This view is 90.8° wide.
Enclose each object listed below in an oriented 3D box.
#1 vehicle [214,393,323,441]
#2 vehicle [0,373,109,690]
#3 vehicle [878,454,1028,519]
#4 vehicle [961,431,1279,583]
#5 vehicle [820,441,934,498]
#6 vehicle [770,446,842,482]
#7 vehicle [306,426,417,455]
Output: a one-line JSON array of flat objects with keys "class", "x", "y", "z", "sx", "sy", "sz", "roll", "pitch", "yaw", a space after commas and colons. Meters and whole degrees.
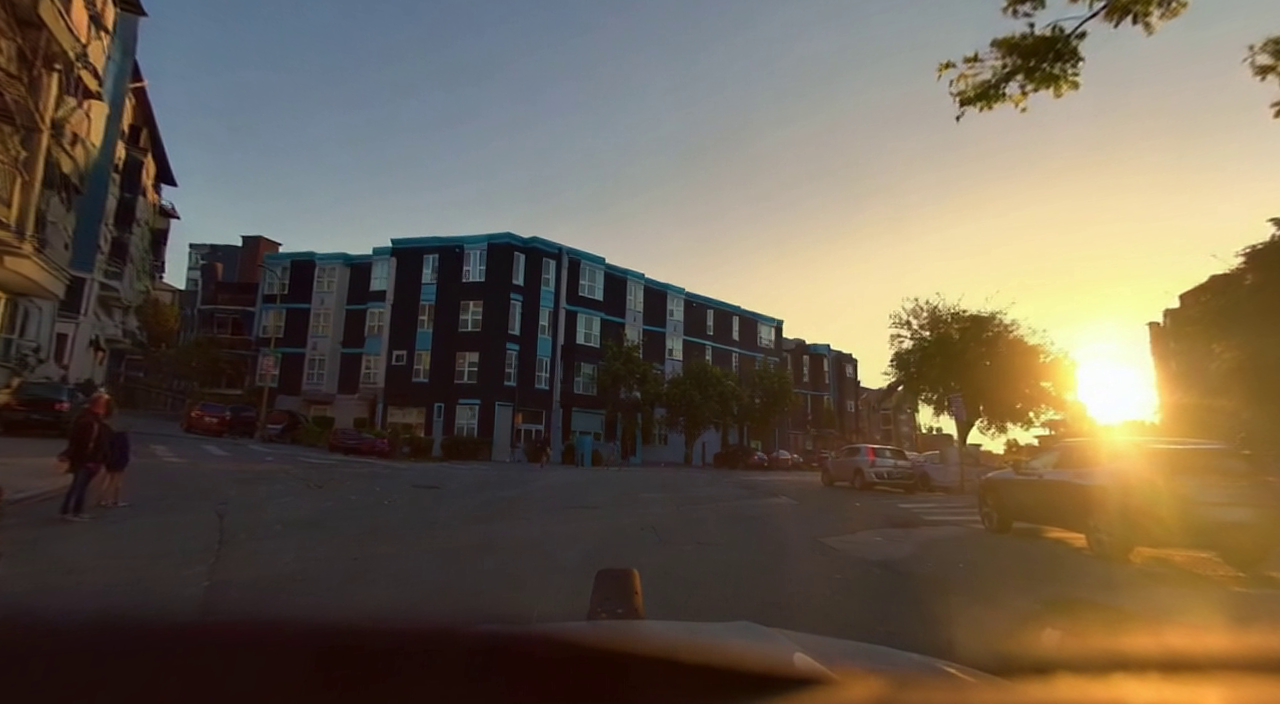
[{"class": "vehicle", "x": -18.698, "y": 3.289, "z": 31.818, "sx": 4.598, "sy": 1.645, "sz": 2.019, "roll": 7, "pitch": -5, "yaw": 20}, {"class": "vehicle", "x": -4.401, "y": 0.692, "z": 1.438, "sx": 2.285, "sy": 1.712, "sz": 5.200, "roll": 1, "pitch": -8, "yaw": -7}, {"class": "vehicle", "x": 7.826, "y": 3.362, "z": 16.315, "sx": 1.900, "sy": 1.368, "sz": 4.176, "roll": -1, "pitch": -8, "yaw": 3}, {"class": "vehicle", "x": 7.512, "y": 2.220, "z": 10.142, "sx": 2.181, "sy": 1.792, "sz": 5.066, "roll": 0, "pitch": -8, "yaw": 2}, {"class": "vehicle", "x": 7.936, "y": 3.957, "z": 21.761, "sx": 1.917, "sy": 1.704, "sz": 4.840, "roll": 0, "pitch": -8, "yaw": -2}, {"class": "vehicle", "x": 7.877, "y": 5.368, "z": 30.559, "sx": 2.122, "sy": 1.554, "sz": 4.777, "roll": 0, "pitch": -8, "yaw": -1}, {"class": "vehicle", "x": -13.575, "y": 4.362, "z": 31.029, "sx": 4.603, "sy": 1.335, "sz": 1.889, "roll": 1, "pitch": -8, "yaw": -8}]
